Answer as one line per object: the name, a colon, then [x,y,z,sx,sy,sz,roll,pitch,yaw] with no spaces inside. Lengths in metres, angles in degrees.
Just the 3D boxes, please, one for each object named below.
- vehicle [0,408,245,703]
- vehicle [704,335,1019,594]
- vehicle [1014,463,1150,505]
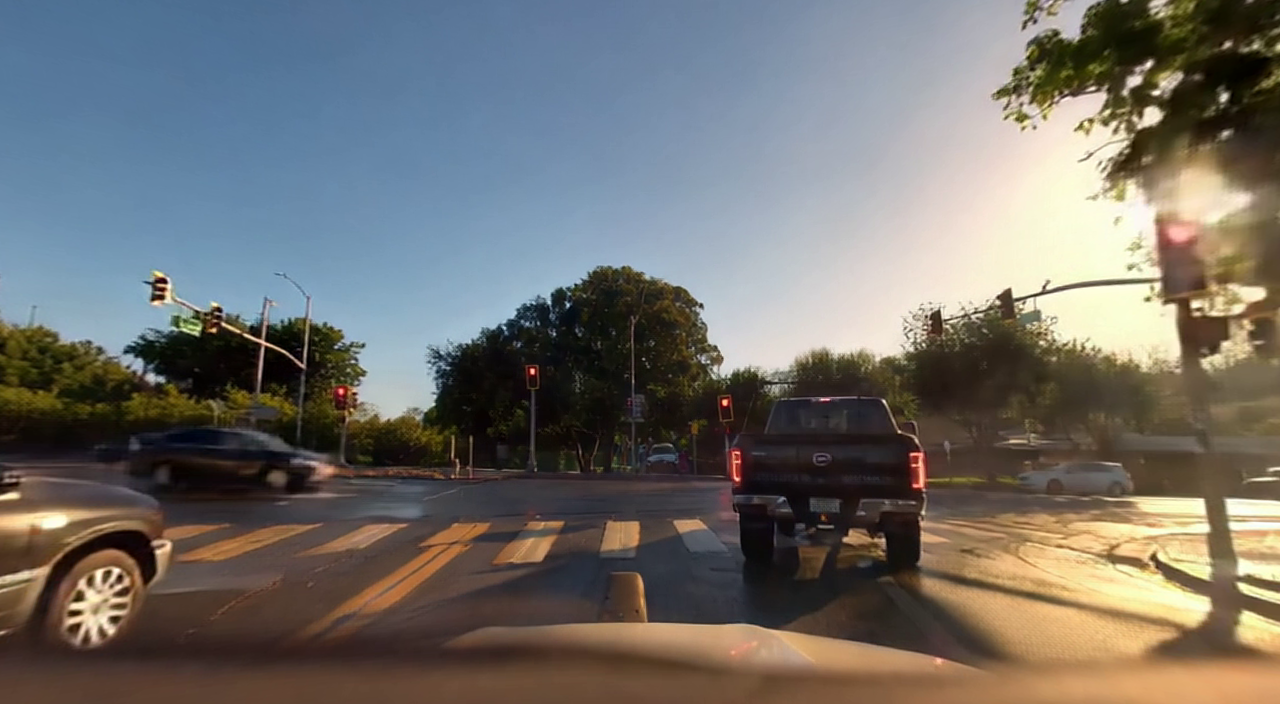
vehicle: [-4.050,0.957,2.623,1.913,1.491,4.547,0,-9,-1]
vehicle: [2.644,1.496,9.106,2.851,2.400,5.978,-2,-9,11]
vehicle: [19.280,5.761,27.639,4.356,1.498,1.957,-3,-8,2]
